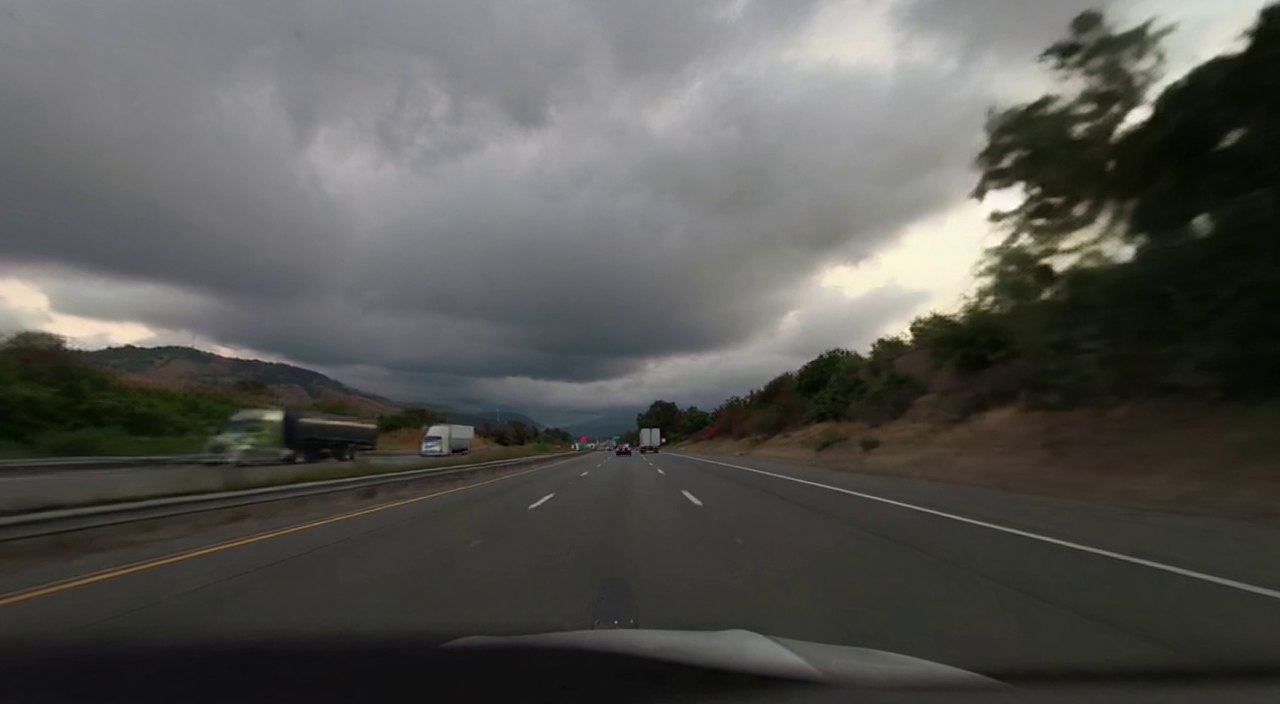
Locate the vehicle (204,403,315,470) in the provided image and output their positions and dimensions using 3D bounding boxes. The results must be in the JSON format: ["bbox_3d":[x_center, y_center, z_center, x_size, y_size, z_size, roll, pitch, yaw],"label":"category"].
[{"bbox_3d":[-25.037,5.625,41.866,3.491,4.038,6.170,-1,-9,-1],"label":"vehicle"}]
